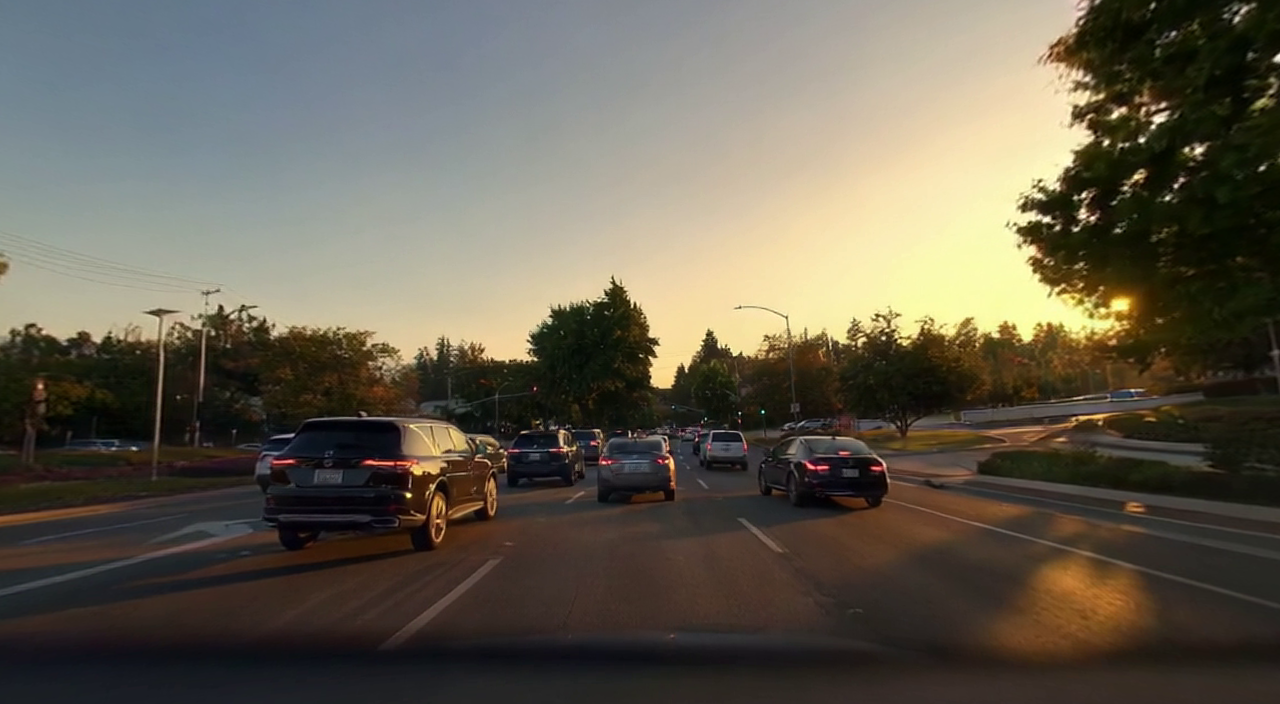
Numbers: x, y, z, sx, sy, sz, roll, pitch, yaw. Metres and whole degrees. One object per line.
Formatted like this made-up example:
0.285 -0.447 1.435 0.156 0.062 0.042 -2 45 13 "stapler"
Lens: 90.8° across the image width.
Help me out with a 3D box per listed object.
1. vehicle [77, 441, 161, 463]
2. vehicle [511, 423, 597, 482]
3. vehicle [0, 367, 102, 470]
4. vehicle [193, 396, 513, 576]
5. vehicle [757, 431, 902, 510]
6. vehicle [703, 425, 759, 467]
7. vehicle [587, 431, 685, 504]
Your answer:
-37.323 7.138 45.304 4.384 1.462 1.854 -1 -8 -1 "vehicle"
-2.854 3.484 22.082 2.218 1.829 4.492 -1 -8 2 "vehicle"
-27.990 2.339 23.194 3.181 4.189 14.107 -1 -8 4 "vehicle"
-3.349 1.693 8.903 2.111 1.745 5.274 0 -8 -1 "vehicle"
3.945 2.518 13.962 1.884 1.463 4.195 0 -8 0 "vehicle"
4.347 4.580 30.877 2.099 1.845 4.363 0 -8 0 "vehicle"
-0.063 2.700 15.217 2.030 1.477 4.330 0 -8 1 "vehicle"
